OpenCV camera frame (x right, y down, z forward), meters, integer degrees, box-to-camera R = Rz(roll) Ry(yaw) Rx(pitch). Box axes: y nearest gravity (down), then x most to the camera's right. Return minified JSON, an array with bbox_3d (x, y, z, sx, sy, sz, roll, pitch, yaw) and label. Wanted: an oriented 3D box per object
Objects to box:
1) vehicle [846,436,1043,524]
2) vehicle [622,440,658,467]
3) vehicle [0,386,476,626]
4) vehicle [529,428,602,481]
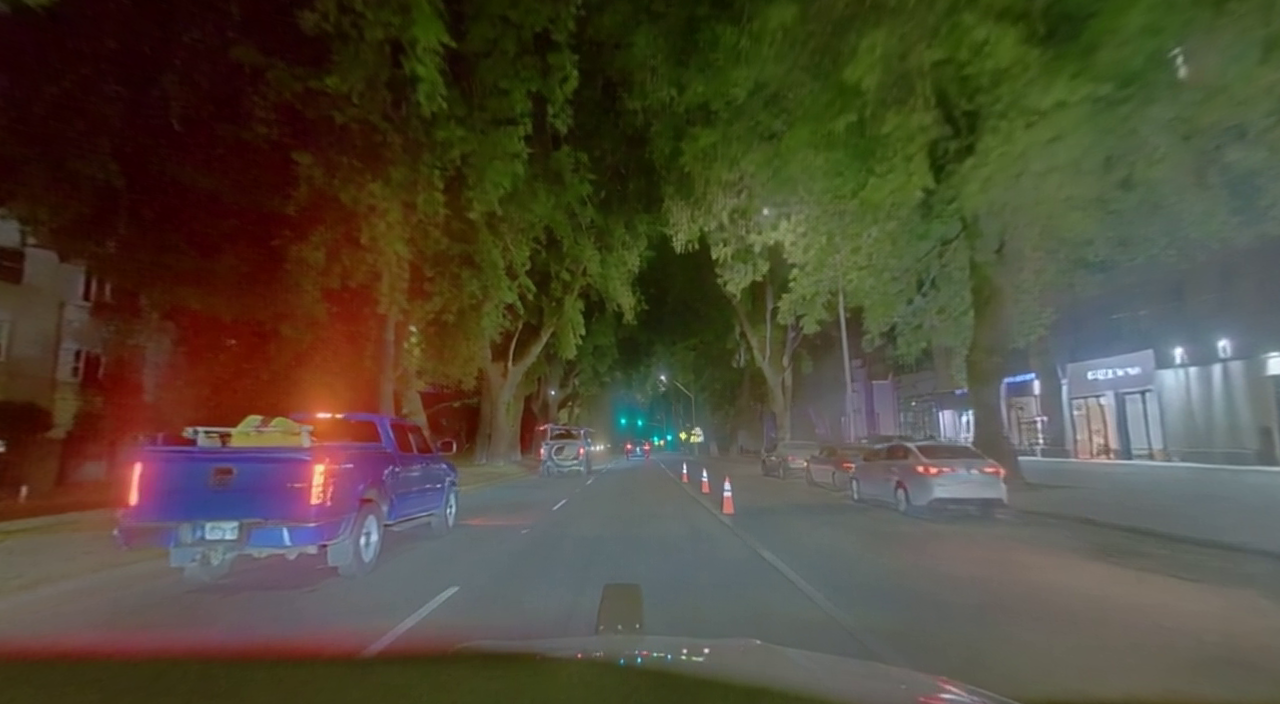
[{"bbox_3d":[6.055,2.567,13.339,2.045,1.505,4.615,-1,-8,3],"label":"vehicle"},{"bbox_3d":[-0.074,7.107,44.304,2.413,1.748,4.406,0,-8,-2],"label":"vehicle"},{"bbox_3d":[-3.590,1.474,7.002,2.327,1.775,4.430,0,-8,0],"label":"vehicle"},{"bbox_3d":[-3.124,4.475,27.813,2.424,2.063,5.678,0,-8,1],"label":"vehicle"}]
